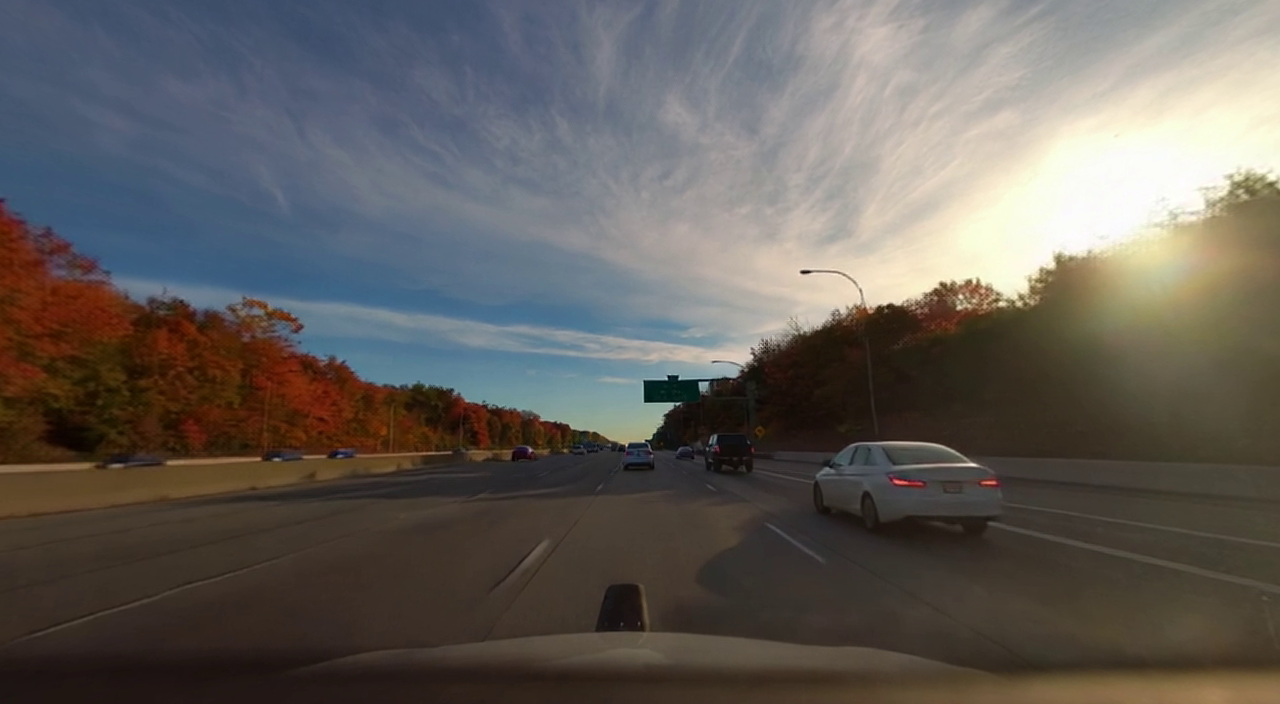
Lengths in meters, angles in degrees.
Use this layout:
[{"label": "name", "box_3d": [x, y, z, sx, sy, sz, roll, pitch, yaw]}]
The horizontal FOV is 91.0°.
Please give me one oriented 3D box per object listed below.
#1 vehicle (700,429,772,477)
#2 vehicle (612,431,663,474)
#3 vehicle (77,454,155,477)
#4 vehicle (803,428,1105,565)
[{"label": "vehicle", "box_3d": [4.283, 4.659, 29.202, 2.388, 1.998, 5.749, 0, -9, 0]}, {"label": "vehicle", "box_3d": [-0.093, 5.049, 31.713, 2.372, 1.957, 5.121, 0, -9, 1]}, {"label": "vehicle", "box_3d": [-37.013, 8.019, 44.598, 1.923, 1.497, 4.018, 0, -9, 2]}, {"label": "vehicle", "box_3d": [4.118, 1.978, 9.450, 2.057, 1.508, 4.767, 0, -9, 0]}]
